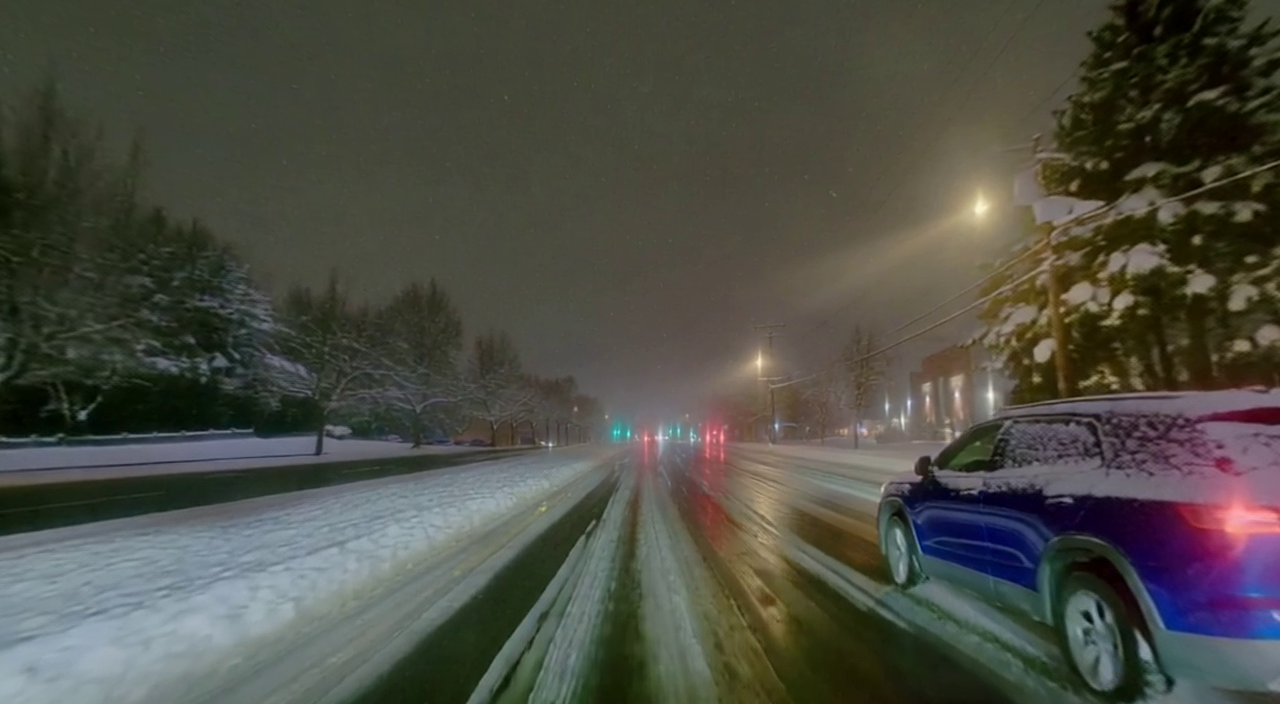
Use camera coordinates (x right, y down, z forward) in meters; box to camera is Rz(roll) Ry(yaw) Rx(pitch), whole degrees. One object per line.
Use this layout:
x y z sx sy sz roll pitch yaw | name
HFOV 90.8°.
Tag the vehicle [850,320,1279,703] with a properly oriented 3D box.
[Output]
3.130 1.029 4.055 2.060 1.665 4.284 0 -8 0 | vehicle
